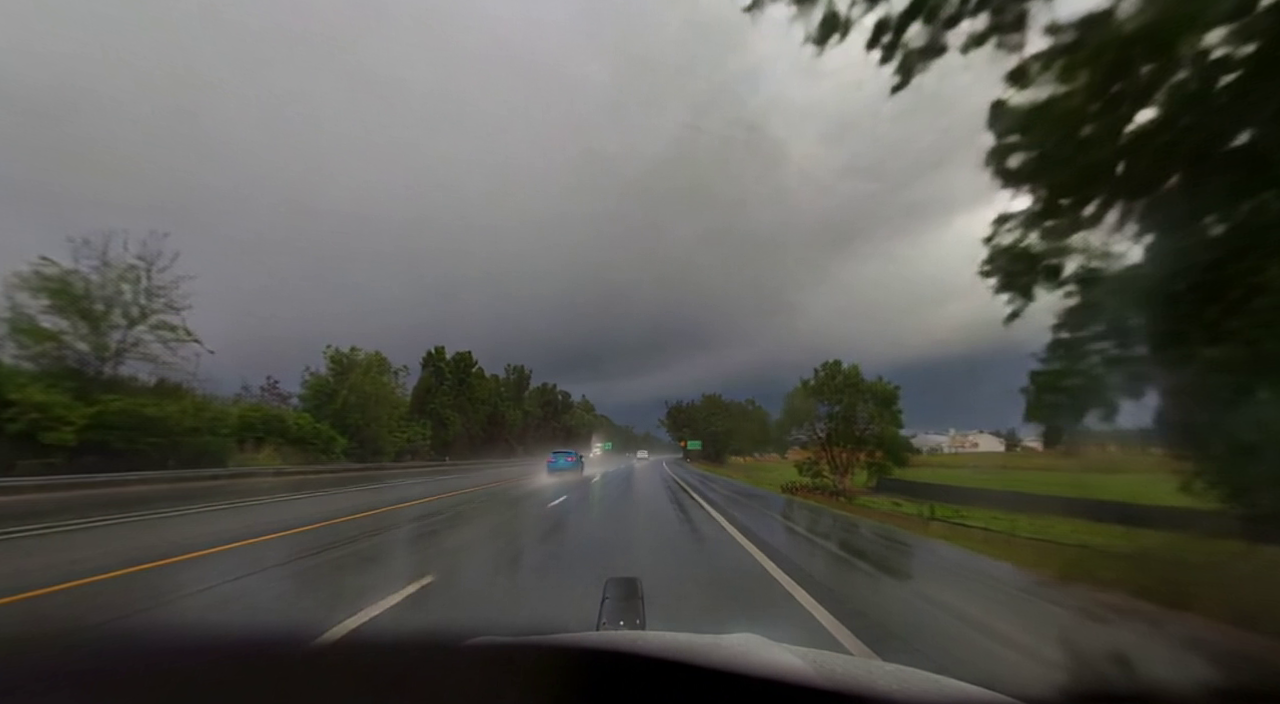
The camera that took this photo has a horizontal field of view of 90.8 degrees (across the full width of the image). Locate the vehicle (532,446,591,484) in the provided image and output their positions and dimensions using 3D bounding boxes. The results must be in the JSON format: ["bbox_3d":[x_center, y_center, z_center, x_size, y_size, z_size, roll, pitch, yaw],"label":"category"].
[{"bbox_3d":[-3.490,5.131,28.857,2.088,1.586,4.000,0,-9,1],"label":"vehicle"}]
